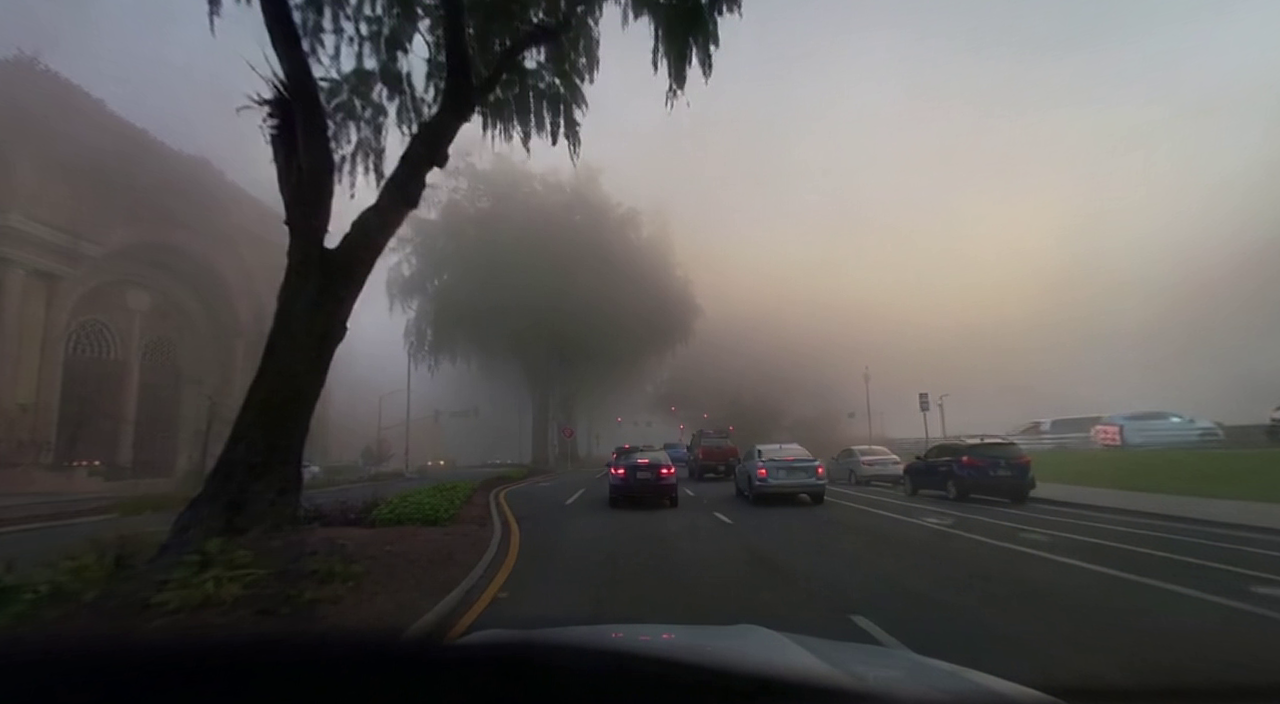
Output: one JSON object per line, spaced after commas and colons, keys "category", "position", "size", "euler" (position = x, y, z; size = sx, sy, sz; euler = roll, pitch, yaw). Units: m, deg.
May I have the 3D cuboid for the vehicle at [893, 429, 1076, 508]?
{"category": "vehicle", "position": [8.562, 2.921, 16.343], "size": [1.994, 1.715, 4.777], "euler": [0, -9, 0]}

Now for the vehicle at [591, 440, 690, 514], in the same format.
{"category": "vehicle", "position": [-0.027, 2.883, 15.055], "size": [2.050, 1.521, 3.747], "euler": [0, -8, -1]}

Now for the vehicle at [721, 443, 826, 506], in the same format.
{"category": "vehicle", "position": [3.428, 3.220, 17.130], "size": [1.833, 1.465, 4.258], "euler": [0, -9, -1]}

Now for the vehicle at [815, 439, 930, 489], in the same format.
{"category": "vehicle", "position": [8.194, 3.959, 22.850], "size": [1.970, 1.559, 4.911], "euler": [0, -8, -5]}

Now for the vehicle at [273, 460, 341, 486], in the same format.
{"category": "vehicle", "position": [-21.081, 7.665, 40.232], "size": [1.856, 1.429, 4.672], "euler": [0, -9, -1]}
